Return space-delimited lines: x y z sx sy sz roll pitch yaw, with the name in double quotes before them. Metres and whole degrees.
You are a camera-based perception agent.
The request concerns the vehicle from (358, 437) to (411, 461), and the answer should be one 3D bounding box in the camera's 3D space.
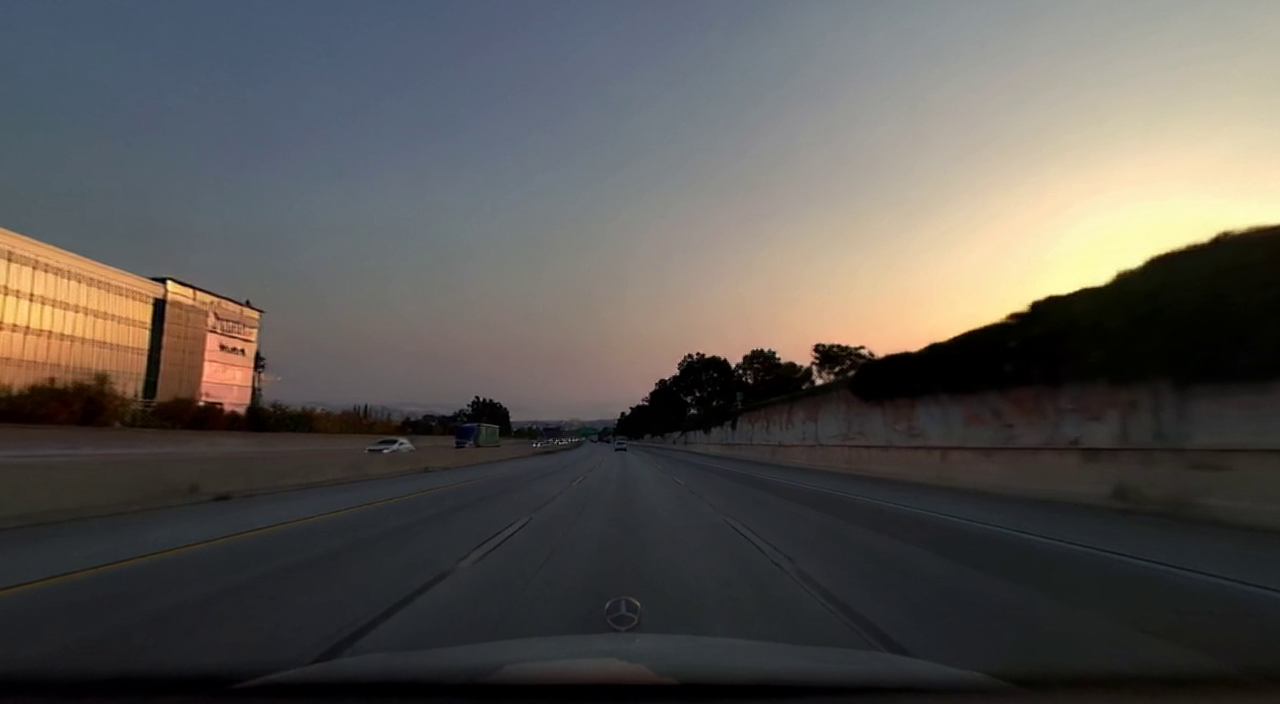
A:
"vehicle" -17.495 6.688 43.129 1.876 1.508 4.171 0 -9 0
